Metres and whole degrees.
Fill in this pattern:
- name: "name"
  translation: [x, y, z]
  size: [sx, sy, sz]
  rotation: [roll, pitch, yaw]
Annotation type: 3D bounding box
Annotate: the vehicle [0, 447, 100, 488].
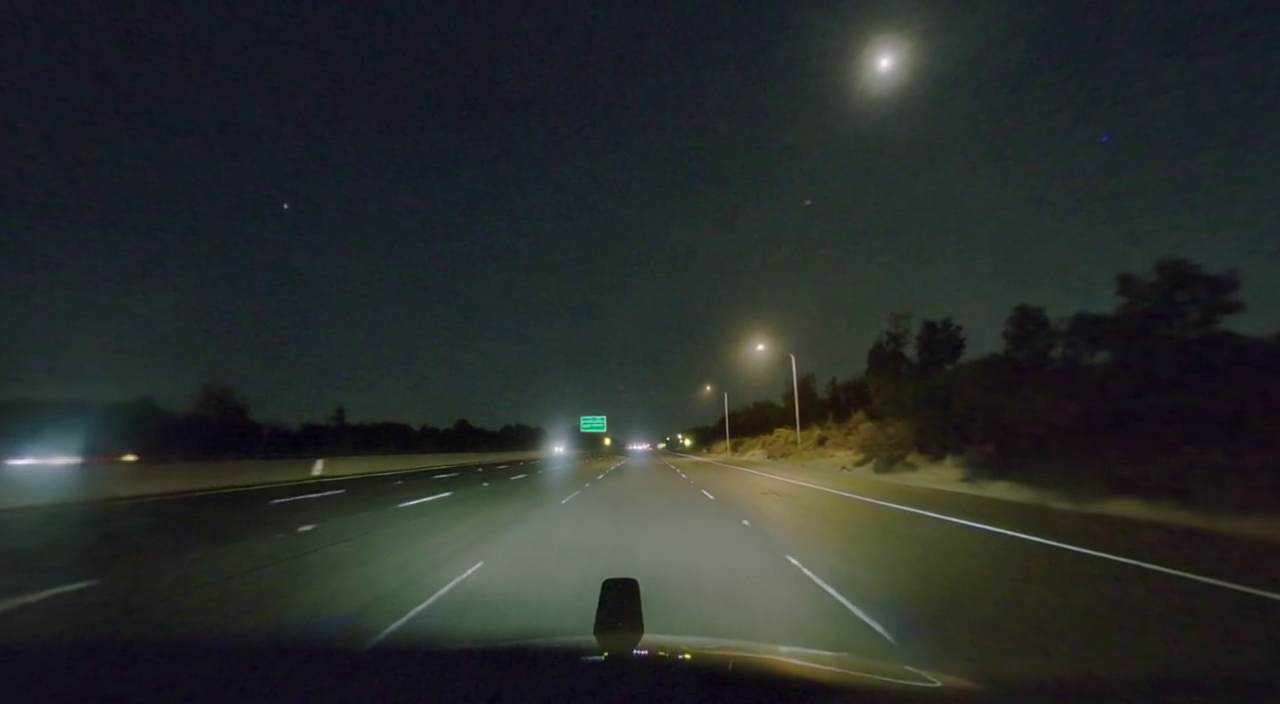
- name: "vehicle"
  translation: [-24.372, 4.507, 24.934]
  size: [1.865, 1.477, 4.767]
  rotation: [0, -8, 0]
